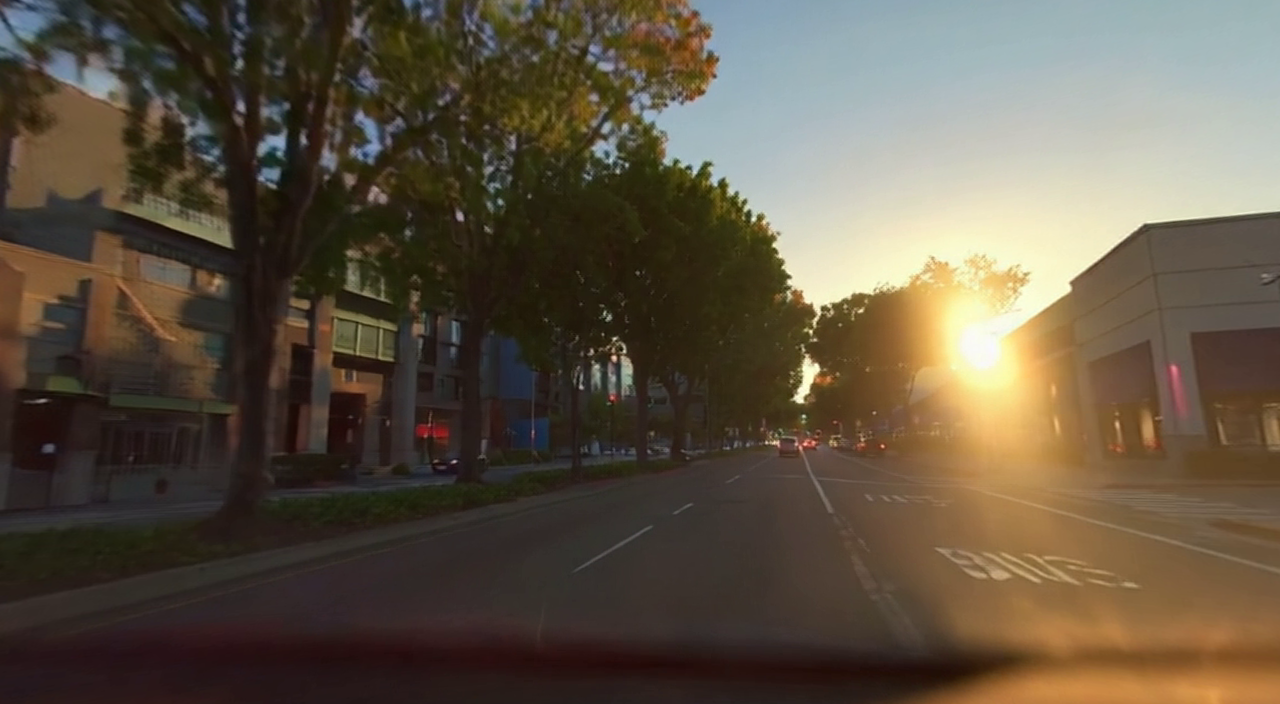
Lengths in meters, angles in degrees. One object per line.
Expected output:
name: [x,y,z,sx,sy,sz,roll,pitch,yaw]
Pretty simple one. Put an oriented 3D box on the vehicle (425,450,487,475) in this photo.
vehicle: [-11.748,7.052,40.657,1.840,1.440,4.442,-4,-9,15]
